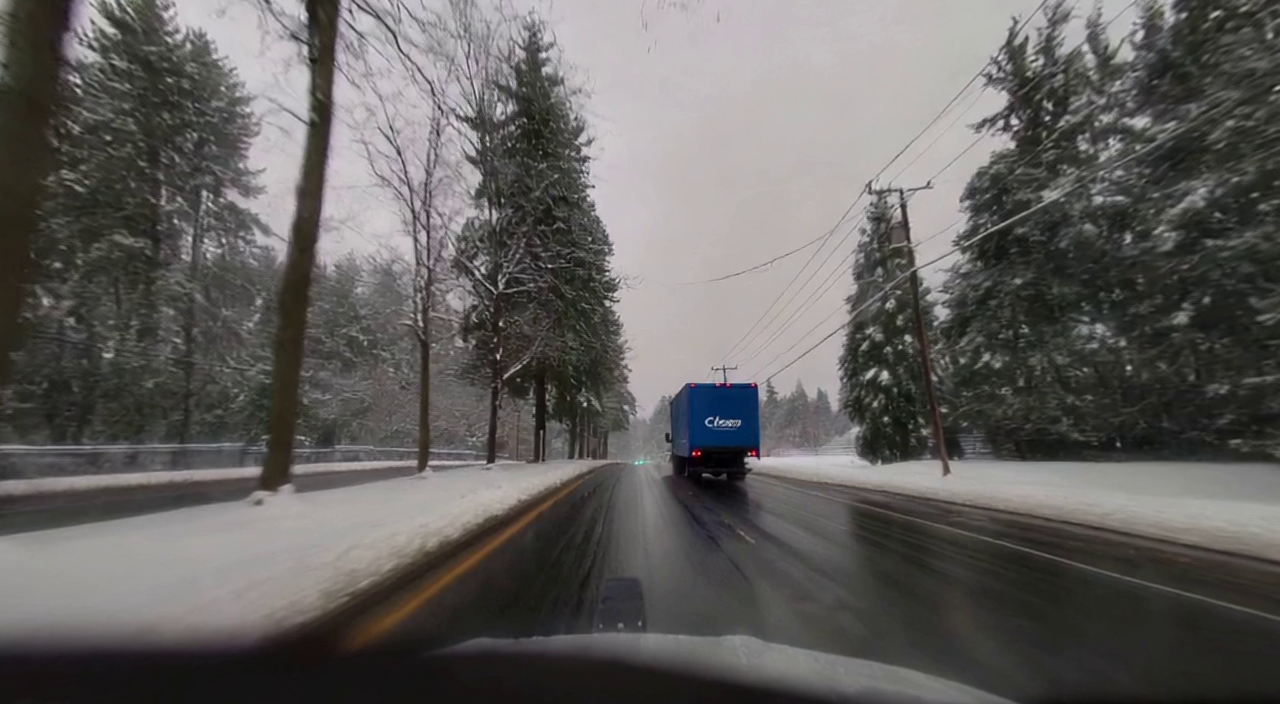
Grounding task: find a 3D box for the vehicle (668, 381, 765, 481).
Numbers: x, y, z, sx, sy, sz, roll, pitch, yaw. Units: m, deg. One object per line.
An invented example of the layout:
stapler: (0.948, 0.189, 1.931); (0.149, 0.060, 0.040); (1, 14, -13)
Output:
vehicle: (3.145, 3.706, 28.830); (2.973, 3.848, 9.336); (0, -8, -2)
